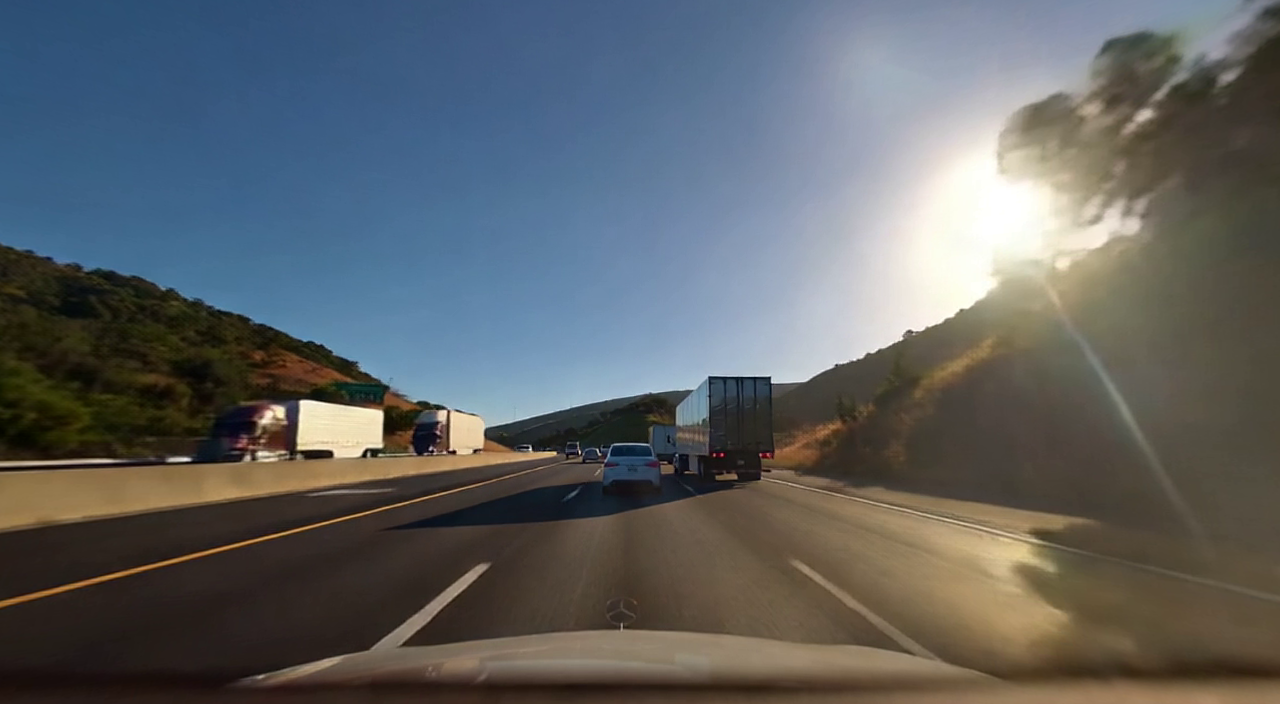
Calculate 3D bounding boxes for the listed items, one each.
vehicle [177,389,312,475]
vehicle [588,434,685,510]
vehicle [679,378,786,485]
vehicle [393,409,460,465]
[{"bbox_3d":[-19.879,4.155,32.258,2.977,3.953,5.858,0,-9,-1],"label":"vehicle"},{"bbox_3d":[-0.104,2.928,15.737,2.109,1.639,3.768,0,-9,-1],"label":"vehicle"},{"bbox_3d":[3.933,4.073,30.983,2.812,4.024,14.098,0,-9,-1],"label":"vehicle"},{"bbox_3d":[-15.820,6.419,47.281,2.985,3.964,5.868,0,-9,-1],"label":"vehicle"}]
